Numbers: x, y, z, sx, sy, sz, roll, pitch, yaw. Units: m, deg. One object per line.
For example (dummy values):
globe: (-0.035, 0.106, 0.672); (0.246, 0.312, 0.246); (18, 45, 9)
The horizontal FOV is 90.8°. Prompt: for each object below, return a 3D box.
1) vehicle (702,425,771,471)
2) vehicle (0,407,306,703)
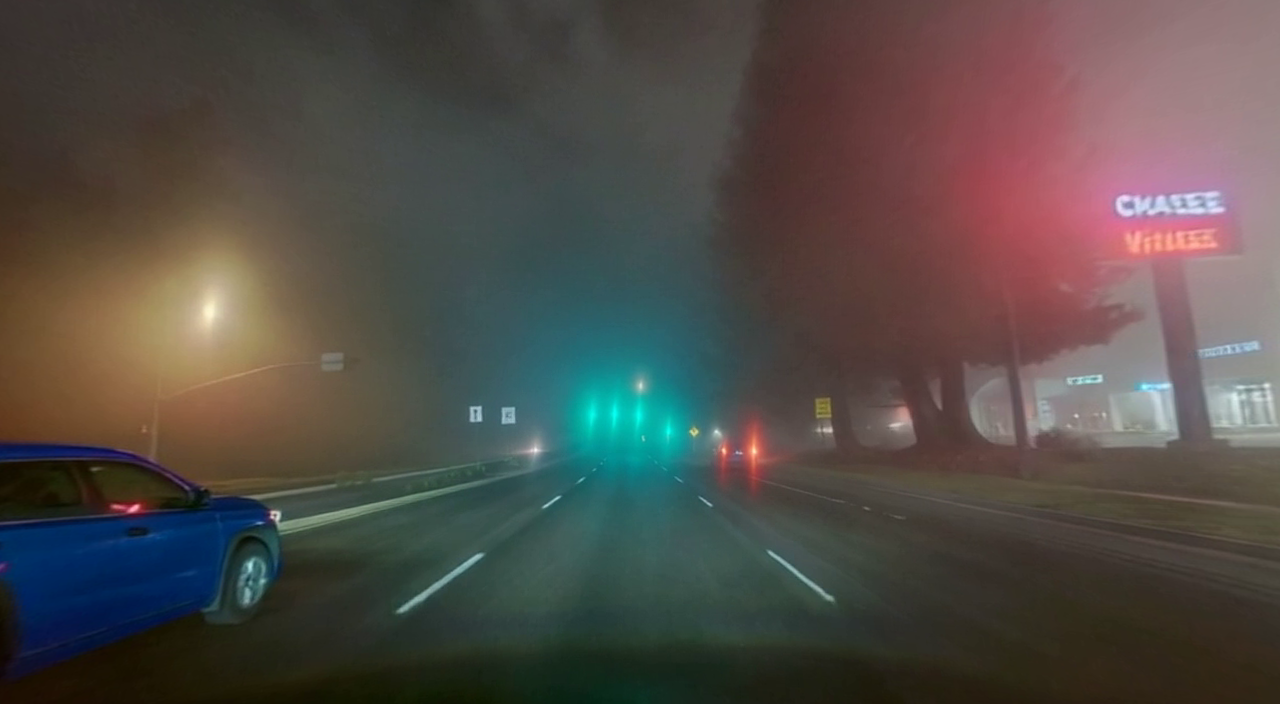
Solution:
vehicle: (4.597, 4.715, 31.141); (2.476, 2.016, 5.586); (0, -8, 0)
vehicle: (-3.888, 1.047, 3.209); (2.017, 1.470, 4.293); (0, -8, 0)
